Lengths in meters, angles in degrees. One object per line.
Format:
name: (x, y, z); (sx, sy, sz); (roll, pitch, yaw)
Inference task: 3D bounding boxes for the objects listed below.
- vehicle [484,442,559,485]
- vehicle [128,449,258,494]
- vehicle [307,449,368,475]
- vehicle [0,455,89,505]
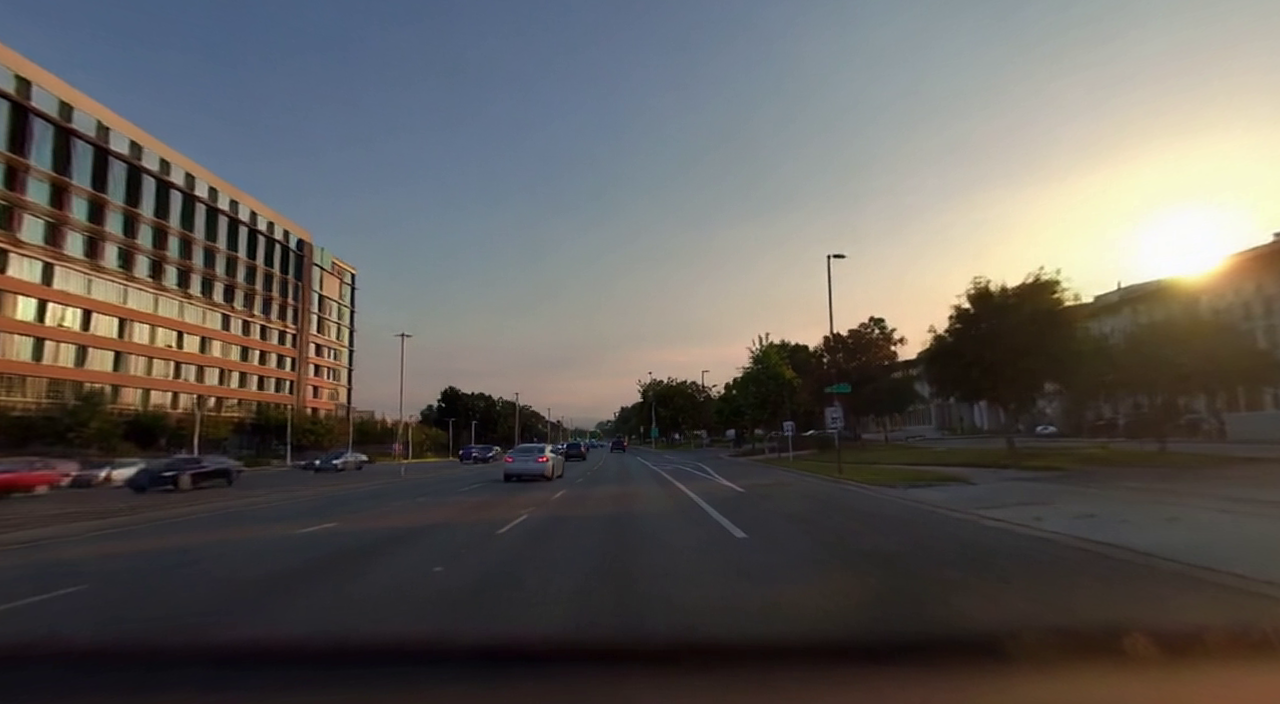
vehicle: (-4.348, 4.138, 23.889); (2.025, 1.474, 4.292); (0, -8, 0)
vehicle: (-19.112, 5.069, 27.340); (2.121, 1.682, 4.696); (-1, -8, 1)
vehicle: (-22.654, 8.222, 47.554); (2.201, 1.782, 4.675); (0, -8, 1)
vehicle: (-22.931, 4.632, 22.917); (1.891, 1.625, 4.366); (-1, -8, 1)
